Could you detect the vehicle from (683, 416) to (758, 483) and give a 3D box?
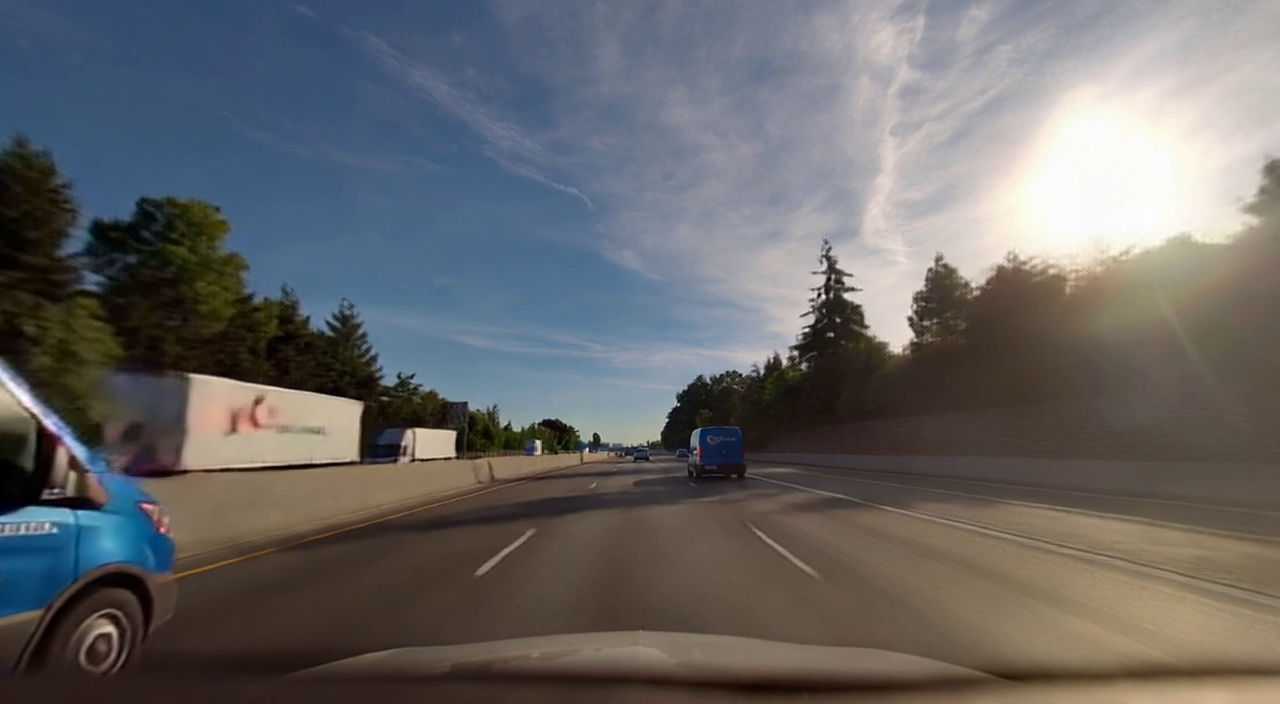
[{"bbox_3d":[3.303,4.214,27.273,2.373,2.561,5.922,0,-9,-1],"label":"vehicle"}]

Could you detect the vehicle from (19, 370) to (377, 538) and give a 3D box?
[{"bbox_3d":[-16.718,4.284,27.313,3.415,5.033,16.486,0,-9,1],"label":"vehicle"}]

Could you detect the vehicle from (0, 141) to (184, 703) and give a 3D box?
[{"bbox_3d":[-3.740,0.092,0.158,2.409,2.523,6.275,0,-9,1],"label":"vehicle"}]
